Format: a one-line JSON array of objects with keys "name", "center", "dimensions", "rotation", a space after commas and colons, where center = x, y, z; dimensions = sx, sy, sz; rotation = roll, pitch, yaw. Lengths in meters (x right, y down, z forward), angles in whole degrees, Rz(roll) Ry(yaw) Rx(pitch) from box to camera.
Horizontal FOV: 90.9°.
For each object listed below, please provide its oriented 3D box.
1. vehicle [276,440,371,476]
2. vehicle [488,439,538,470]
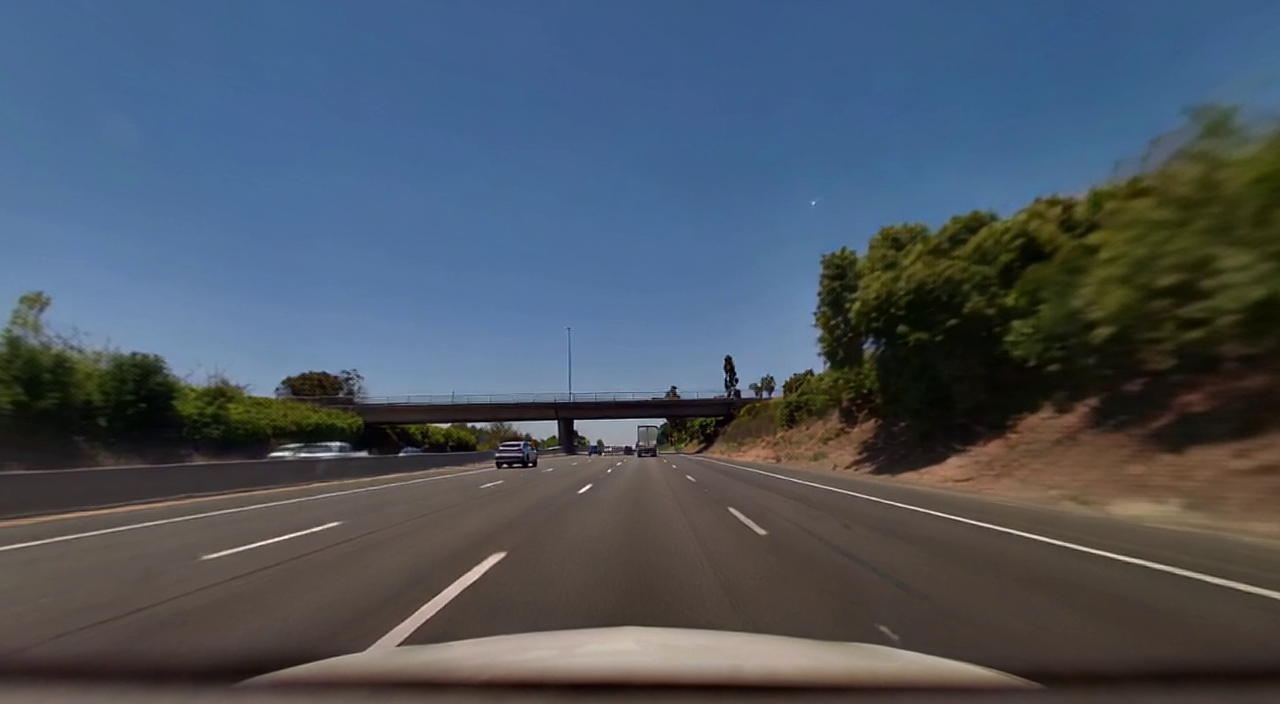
[{"name": "vehicle", "center": [-16.657, 5.569, 33.567], "dimensions": [2.127, 1.727, 5.447], "rotation": [0, -8, 1]}, {"name": "vehicle", "center": [-7.261, 5.880, 36.474], "dimensions": [1.981, 1.685, 4.171], "rotation": [0, -8, 1]}]
